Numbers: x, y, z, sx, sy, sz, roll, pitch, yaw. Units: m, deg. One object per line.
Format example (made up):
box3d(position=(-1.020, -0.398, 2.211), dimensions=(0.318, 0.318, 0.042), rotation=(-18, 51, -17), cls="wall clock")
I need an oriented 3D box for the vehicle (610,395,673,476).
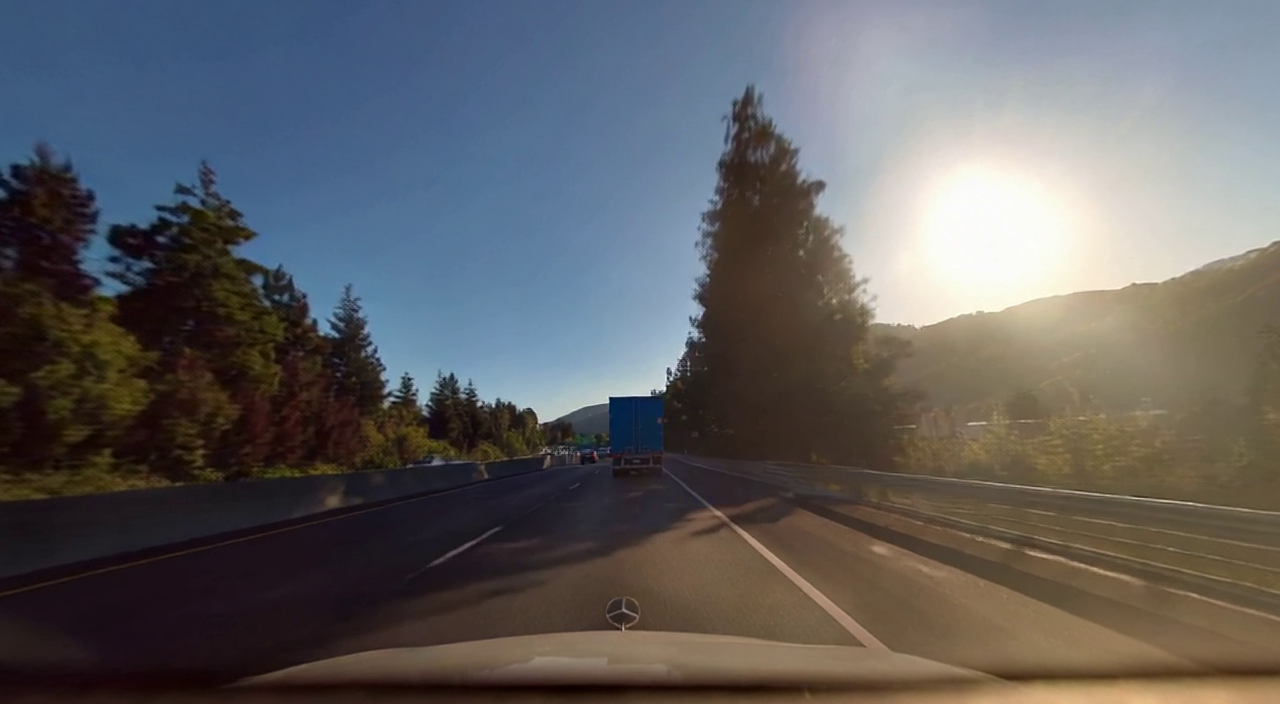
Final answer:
box3d(position=(0.085, 4.711, 34.647), dimensions=(2.959, 3.828, 9.617), rotation=(0, -9, 0), cls="vehicle")
